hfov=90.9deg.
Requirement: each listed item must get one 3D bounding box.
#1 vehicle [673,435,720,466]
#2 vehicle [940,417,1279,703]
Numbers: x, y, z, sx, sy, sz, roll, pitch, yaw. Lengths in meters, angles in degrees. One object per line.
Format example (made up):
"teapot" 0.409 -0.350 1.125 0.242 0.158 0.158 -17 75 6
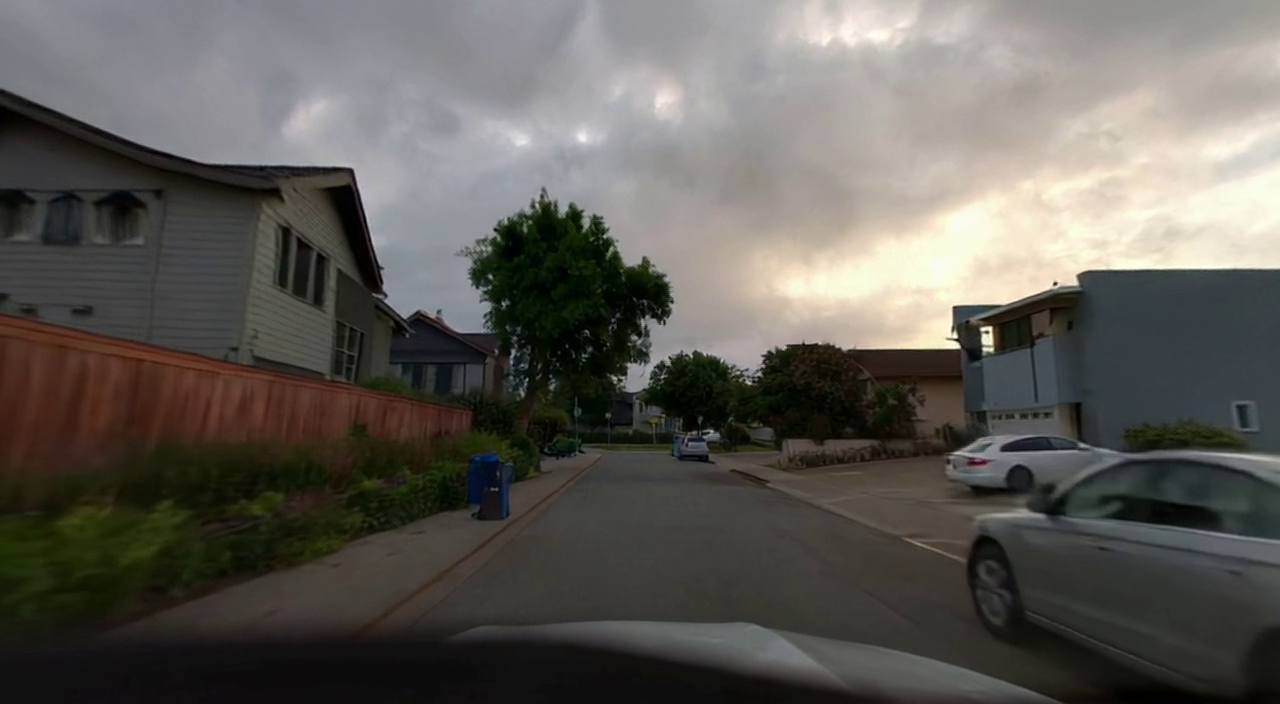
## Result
"vehicle" 2.923 5.185 33.467 1.955 1.498 4.046 0 -8 -3
"vehicle" 3.370 1.104 3.181 1.838 1.496 3.735 0 -8 0
